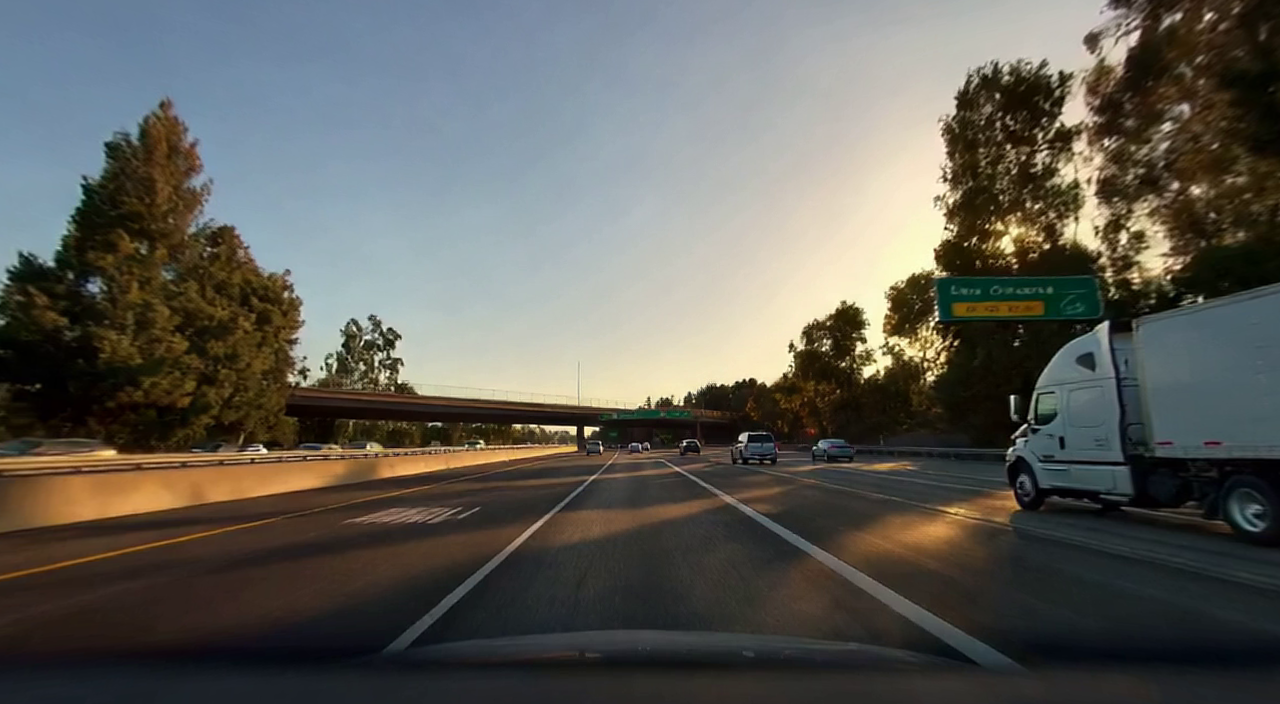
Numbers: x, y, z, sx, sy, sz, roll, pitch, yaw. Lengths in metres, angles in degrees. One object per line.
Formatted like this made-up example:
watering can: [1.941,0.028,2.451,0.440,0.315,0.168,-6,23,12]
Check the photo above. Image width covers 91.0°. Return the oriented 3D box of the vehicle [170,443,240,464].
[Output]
vehicle: [-32.196,7.511,46.805,1.865,1.476,4.727,0,-8,-1]

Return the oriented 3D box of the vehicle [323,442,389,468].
vehicle: [-17.060,6.210,38.085,1.948,1.443,4.522,0,-8,-1]

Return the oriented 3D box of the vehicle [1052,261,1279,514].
vehicle: [11.108,0.569,9.730,3.015,3.760,9.287,0,-8,-1]

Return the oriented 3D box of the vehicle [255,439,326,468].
vehicle: [-21.456,6.210,38.837,1.821,1.658,4.405,0,-8,-1]

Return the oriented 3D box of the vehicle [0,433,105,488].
vehicle: [-21.212,3.660,21.397,2.000,1.705,4.631,0,-8,-1]

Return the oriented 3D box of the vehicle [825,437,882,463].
vehicle: [13.954,6.436,41.491,2.072,1.611,4.387,0,-8,-2]

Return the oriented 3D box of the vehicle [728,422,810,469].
vehicle: [6.963,5.234,35.340,2.779,2.339,8.073,0,-8,-1]
